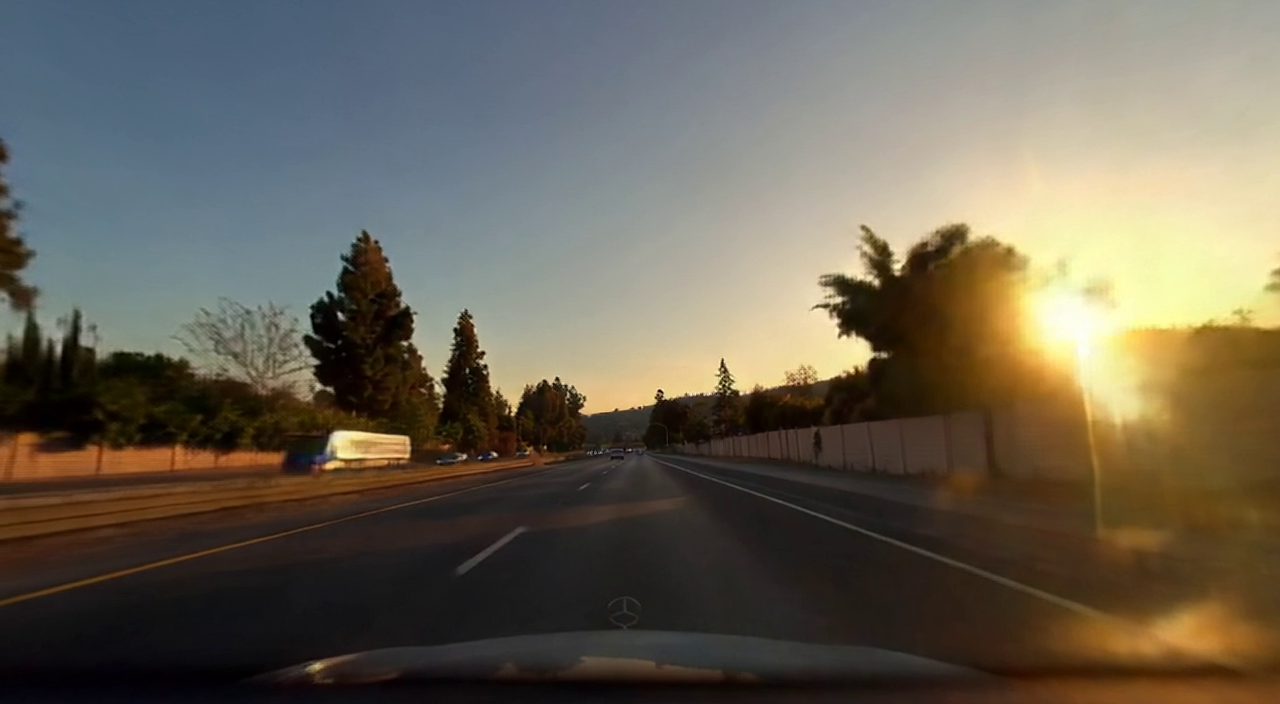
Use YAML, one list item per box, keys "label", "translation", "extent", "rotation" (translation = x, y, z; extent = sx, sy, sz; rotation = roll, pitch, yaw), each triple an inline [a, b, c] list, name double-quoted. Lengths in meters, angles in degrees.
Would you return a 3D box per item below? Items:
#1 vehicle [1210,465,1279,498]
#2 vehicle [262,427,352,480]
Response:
- label: "vehicle"
  translation: [38.947, 8.015, 39.220]
  extent: [4.941, 1.920, 2.002]
  rotation: [1, -9, -4]
- label: "vehicle"
  translation: [-24.839, 7.609, 47.434]
  extent: [3.058, 3.666, 6.589]
  rotation: [0, -9, 0]
